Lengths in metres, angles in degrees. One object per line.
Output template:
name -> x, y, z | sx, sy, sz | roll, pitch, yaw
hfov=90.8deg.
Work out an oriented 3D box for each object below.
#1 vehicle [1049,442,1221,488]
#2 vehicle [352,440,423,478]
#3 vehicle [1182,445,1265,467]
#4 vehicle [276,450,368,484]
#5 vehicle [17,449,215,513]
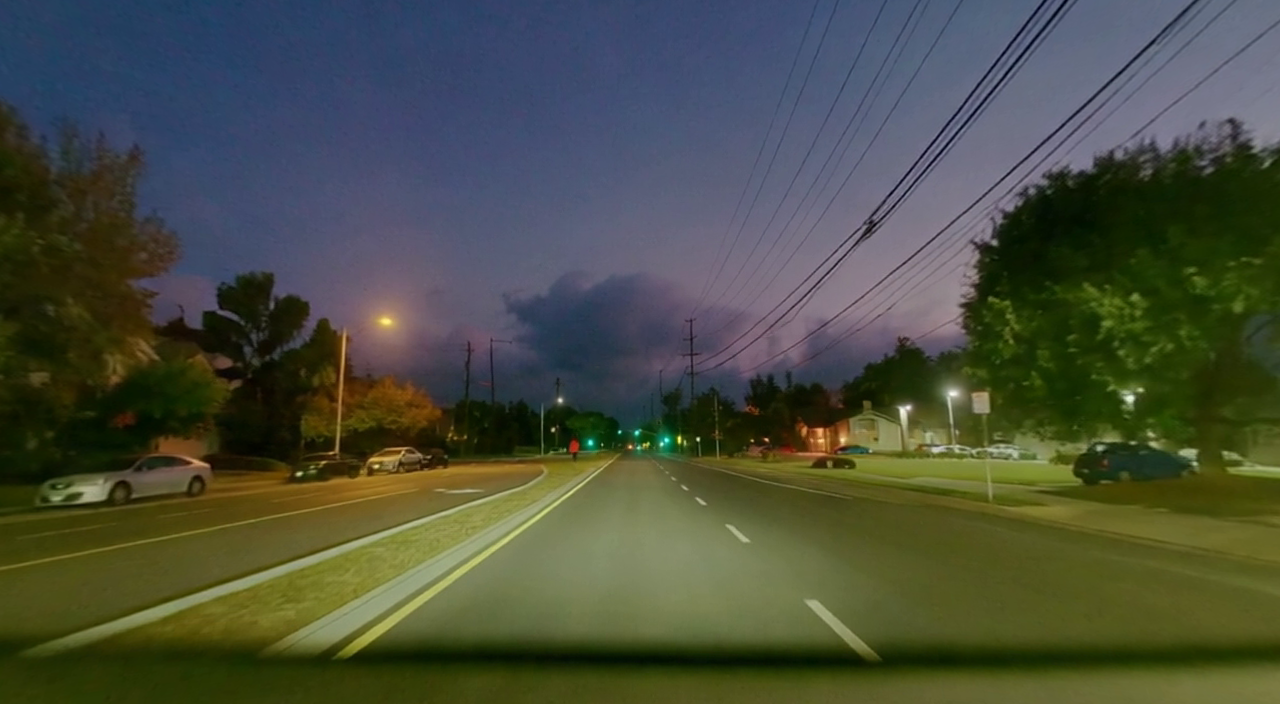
vehicle -> 17.850, 4.066, 22.938 | 4.567, 1.535, 2.156 | 1, -9, -6
vehicle -> -15.119, 6.396, 38.139 | 2.298, 1.979, 4.920 | -3, -8, 0
vehicle -> 40.285, 7.172, 43.718 | 1.707, 1.473, 3.778 | 2, -9, -16
vehicle -> -15.321, 5.545, 30.779 | 2.058, 1.479, 4.519 | 0, -8, 1
vehicle -> -15.412, 3.764, 19.026 | 2.029, 1.520, 4.615 | -4, -8, 1
